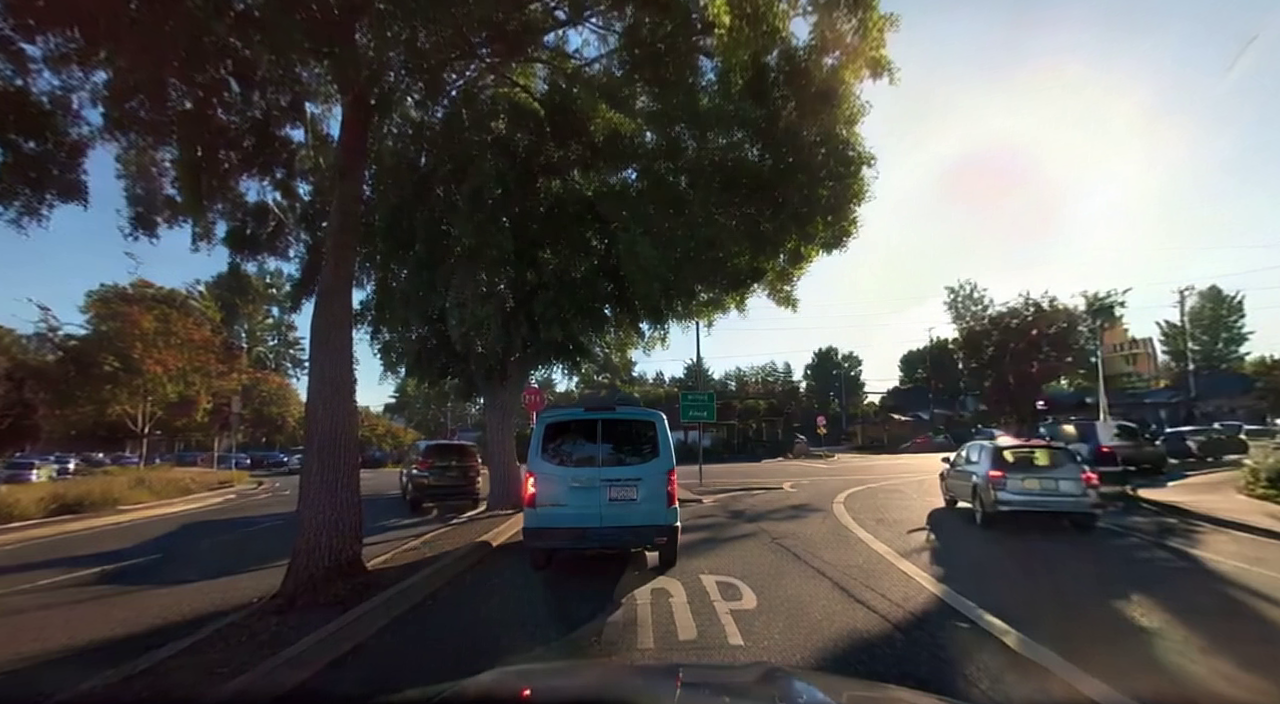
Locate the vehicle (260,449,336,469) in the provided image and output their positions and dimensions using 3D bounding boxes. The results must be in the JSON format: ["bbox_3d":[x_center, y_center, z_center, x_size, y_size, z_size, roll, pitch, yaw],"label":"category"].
[{"bbox_3d":[-26.185,8.195,48.523,4.670,1.472,1.851,1,-9,-8],"label":"vehicle"}]

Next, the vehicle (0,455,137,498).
[{"bbox_3d":[-21.445,4.536,23.383,2.038,1.392,4.362,0,-9,0],"label":"vehicle"}]

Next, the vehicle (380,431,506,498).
[{"bbox_3d":[-5.658,3.302,18.878,1.985,1.710,4.651,-1,-9,4],"label":"vehicle"}]

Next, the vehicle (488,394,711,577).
[{"bbox_3d":[-0.338,1.689,8.707,2.237,1.828,4.546,0,-9,2],"label":"vehicle"}]

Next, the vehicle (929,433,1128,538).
[{"bbox_3d":[6.869,2.342,11.851,2.079,1.504,4.828,-3,-9,19],"label":"vehicle"}]

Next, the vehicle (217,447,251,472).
[{"bbox_3d":[-29.941,7.889,46.631,1.913,1.682,4.120,5,-10,-31],"label":"vehicle"}]
